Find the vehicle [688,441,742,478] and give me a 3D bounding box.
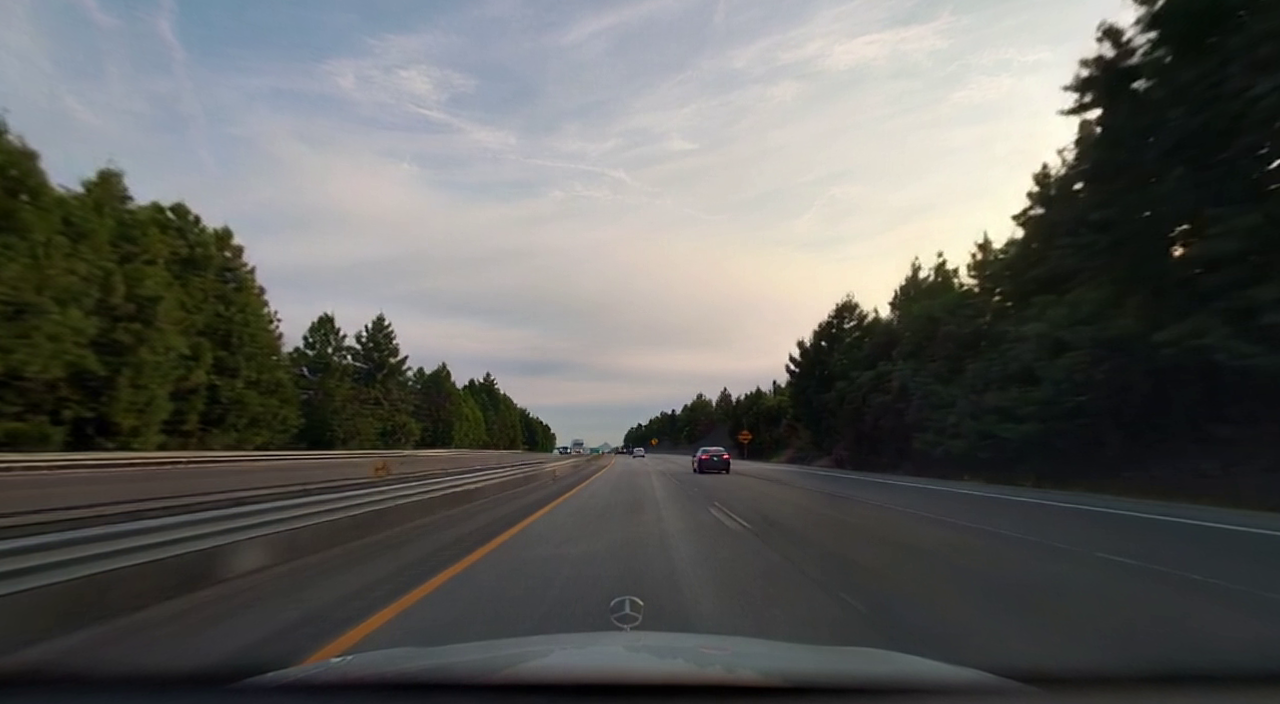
[{"bbox_3d":[3.583,5.239,30.876,1.933,1.663,4.440,0,-9,-2],"label":"vehicle"}]
